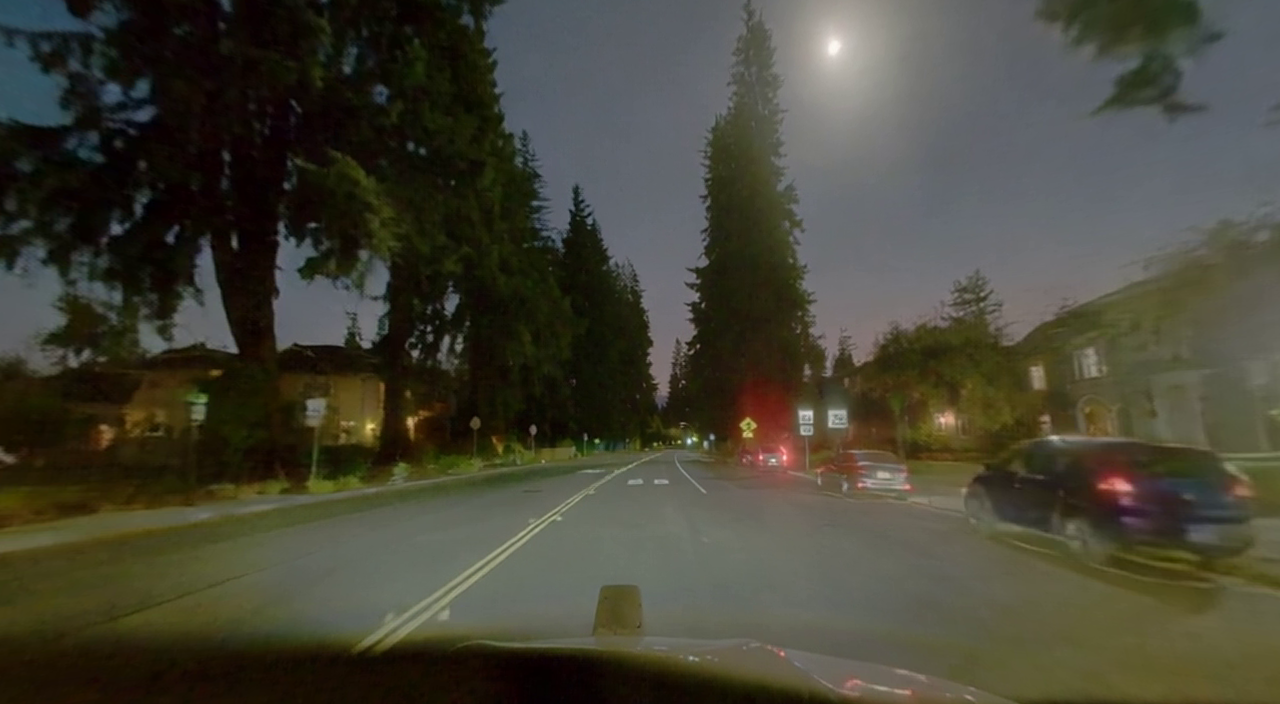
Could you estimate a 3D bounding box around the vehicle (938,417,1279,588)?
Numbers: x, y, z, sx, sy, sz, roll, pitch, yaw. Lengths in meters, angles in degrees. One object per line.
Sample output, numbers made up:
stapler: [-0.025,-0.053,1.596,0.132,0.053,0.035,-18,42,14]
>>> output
vehicle: [6.371,1.888,8.836,2.116,1.732,4.569,0,-9,-1]

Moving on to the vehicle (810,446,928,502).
vehicle: [6.712,3.589,19.063,1.913,1.479,4.209,0,-9,-1]

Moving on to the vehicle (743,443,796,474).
vehicle: [6.953,5.771,34.365,1.893,1.543,4.434,0,-9,-1]
